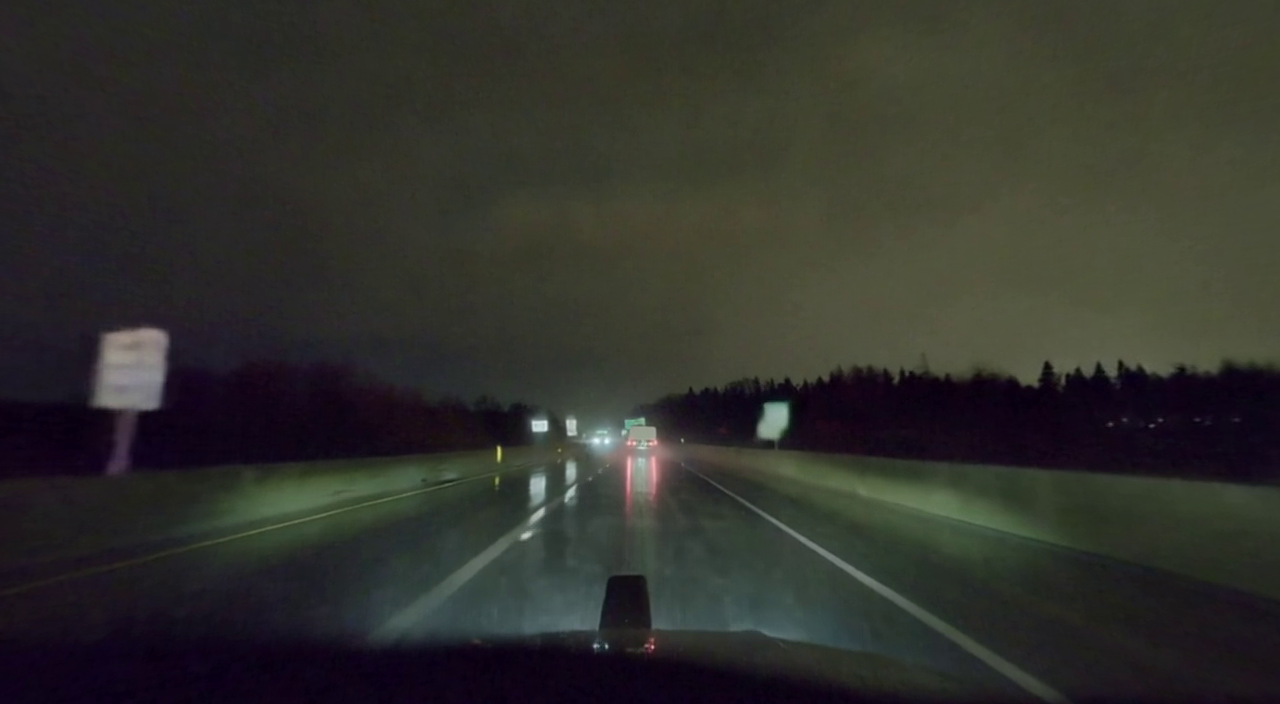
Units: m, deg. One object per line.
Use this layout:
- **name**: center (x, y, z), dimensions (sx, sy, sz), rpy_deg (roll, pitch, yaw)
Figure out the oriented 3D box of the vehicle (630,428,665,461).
- **vehicle**: center (0.535, 6.398, 43.465), dimensions (2.277, 2.109, 4.922), rpy_deg (0, -8, 1)
